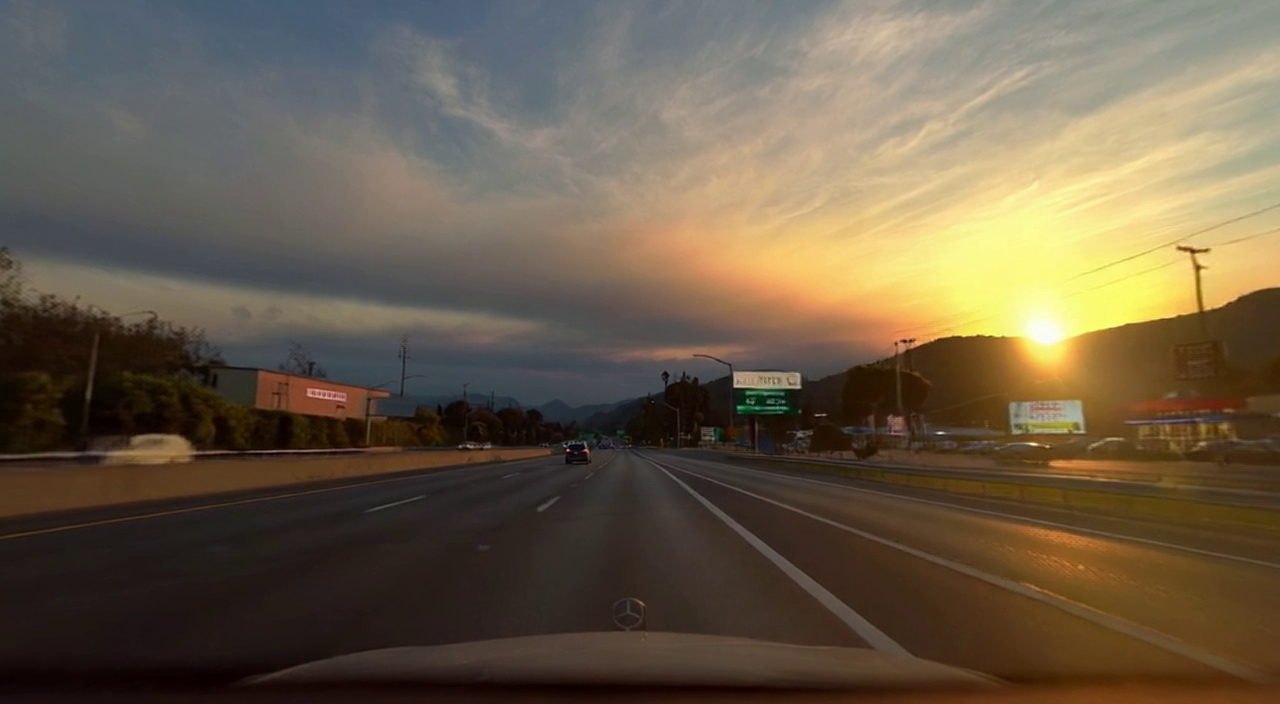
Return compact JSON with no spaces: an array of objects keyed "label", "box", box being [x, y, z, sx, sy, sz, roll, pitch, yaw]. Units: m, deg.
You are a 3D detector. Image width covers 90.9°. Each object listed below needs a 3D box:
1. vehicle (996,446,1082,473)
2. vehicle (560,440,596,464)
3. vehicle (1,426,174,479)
[{"label":"vehicle","box":[28.037,7.549,44.590,1.972,1.749,5.464,1,-8,-8]},{"label":"vehicle","box":[-4.741,7.729,49.094,2.236,1.736,5.585,0,-8,-1]},{"label":"vehicle","box":[-22.597,4.137,26.246,2.242,1.938,5.519,0,-8,-1]}]
